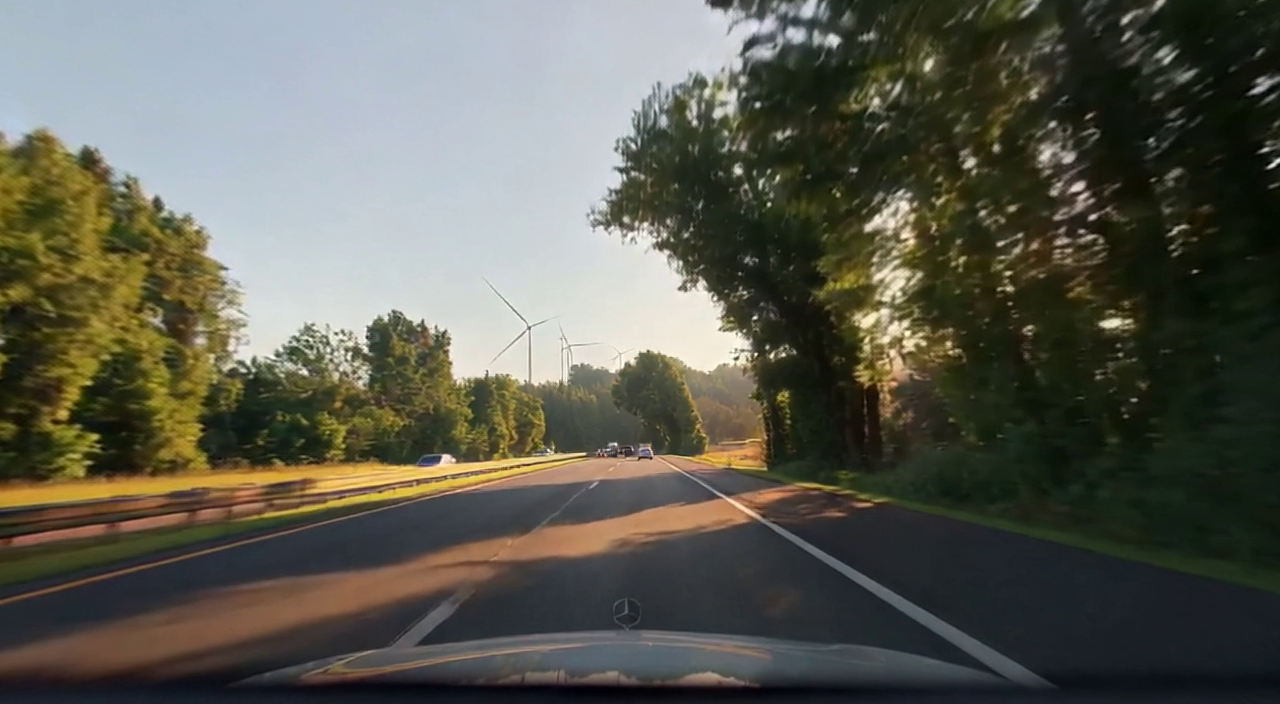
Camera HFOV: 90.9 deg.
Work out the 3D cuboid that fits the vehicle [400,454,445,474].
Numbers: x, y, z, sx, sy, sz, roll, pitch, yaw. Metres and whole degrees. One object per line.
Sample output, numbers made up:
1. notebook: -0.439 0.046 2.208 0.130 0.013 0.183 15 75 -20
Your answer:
1. vehicle: -16.266 8.387 47.332 1.855 1.450 4.087 0 -9 1
